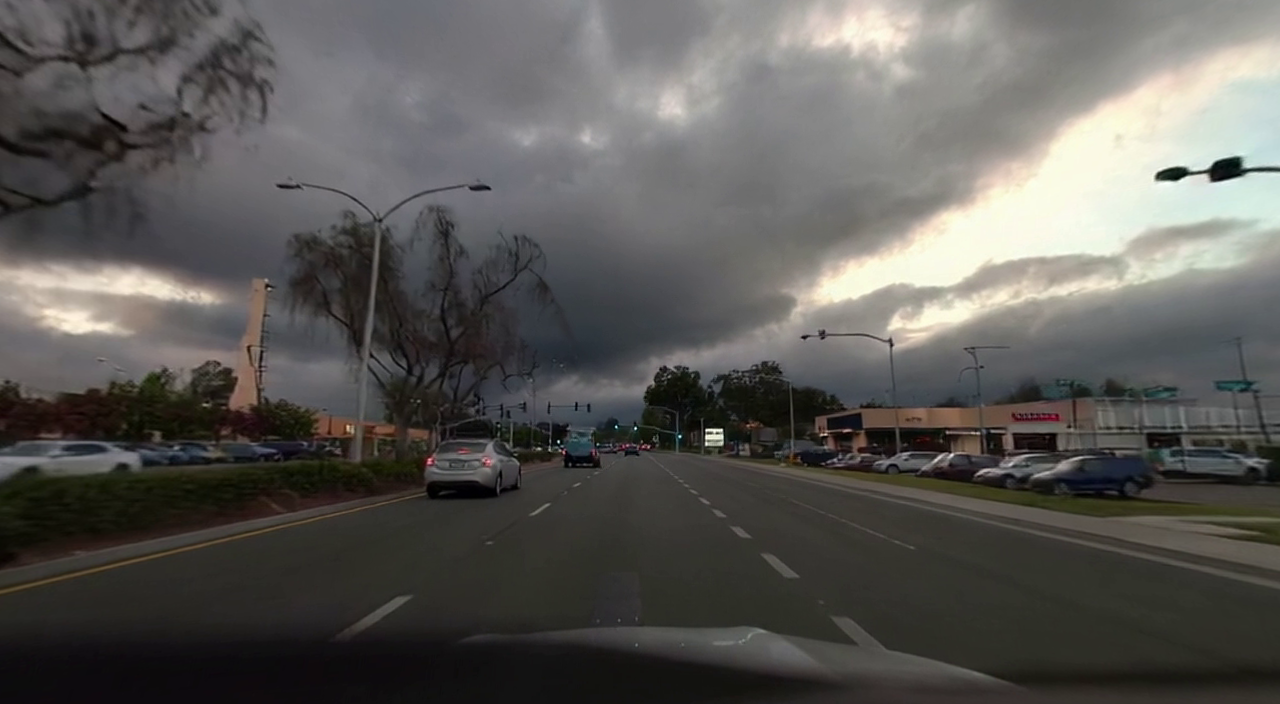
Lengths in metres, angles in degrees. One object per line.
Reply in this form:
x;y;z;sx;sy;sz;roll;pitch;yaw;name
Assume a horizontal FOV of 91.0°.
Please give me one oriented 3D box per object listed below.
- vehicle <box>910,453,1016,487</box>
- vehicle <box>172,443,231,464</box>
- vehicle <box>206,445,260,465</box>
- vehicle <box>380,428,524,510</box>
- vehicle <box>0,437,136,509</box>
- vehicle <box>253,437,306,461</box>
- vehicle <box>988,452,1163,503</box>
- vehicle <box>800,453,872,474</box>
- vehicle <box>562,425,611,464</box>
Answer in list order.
16.808;6.130;32.894;4.413;1.659;1.913;0;-9;-1;vehicle
-34.366;7.965;49.473;1.804;1.562;3.847;2;-9;0;vehicle
-32.195;8.155;49.890;1.724;1.479;3.791;0;-9;-1;vehicle
-4.276;2.732;15.147;2.109;1.672;4.256;0;-9;0;vehicle
-16.306;3.146;16.700;2.104;1.689;4.476;0;-9;0;vehicle
-28.124;7.534;49.238;1.789;1.532;3.805;7;-7;0;vehicle
16.718;4.823;24.415;5.041;1.803;2.182;-1;-9;2;vehicle
14.887;8.489;47.994;4.788;1.464;2.083;-1;-10;0;vehicle
-3.648;6.543;44.583;2.917;2.524;6.990;0;-9;-1;vehicle
